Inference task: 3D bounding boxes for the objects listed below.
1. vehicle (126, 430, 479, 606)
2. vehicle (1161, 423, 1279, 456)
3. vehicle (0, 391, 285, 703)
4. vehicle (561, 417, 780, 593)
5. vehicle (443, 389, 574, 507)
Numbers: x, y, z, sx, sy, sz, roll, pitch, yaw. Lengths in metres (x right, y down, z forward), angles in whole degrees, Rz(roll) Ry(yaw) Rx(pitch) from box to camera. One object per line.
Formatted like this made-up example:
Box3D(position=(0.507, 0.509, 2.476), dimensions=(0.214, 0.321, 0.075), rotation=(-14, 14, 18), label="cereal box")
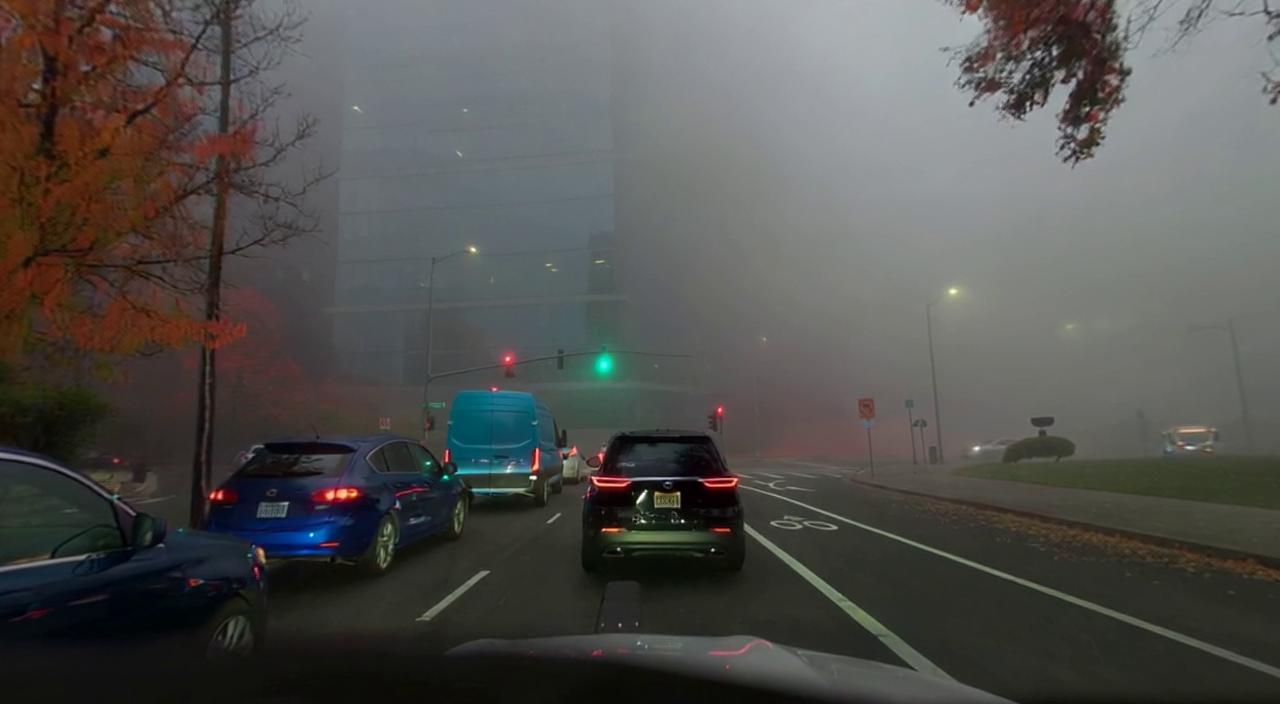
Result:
Box3D(position=(-3.480, 1.774, 7.616), dimensions=(1.955, 1.499, 4.223), rotation=(0, -9, 0), label="vehicle")
Box3D(position=(28.447, 4.335, 30.814), dimensions=(1.762, 1.487, 4.488), rotation=(-1, -9, 1), label="vehicle")
Box3D(position=(-2.905, 0.817, 1.515), dimensions=(1.893, 1.491, 3.798), rotation=(0, -9, -1), label="vehicle")
Box3D(position=(0.199, 1.669, 7.568), dimensions=(1.979, 1.562, 3.630), rotation=(0, -9, -3), label="vehicle")
Box3D(position=(-3.265, 2.593, 17.040), dimensions=(2.343, 2.635, 5.684), rotation=(0, -9, -1), label="vehicle")
